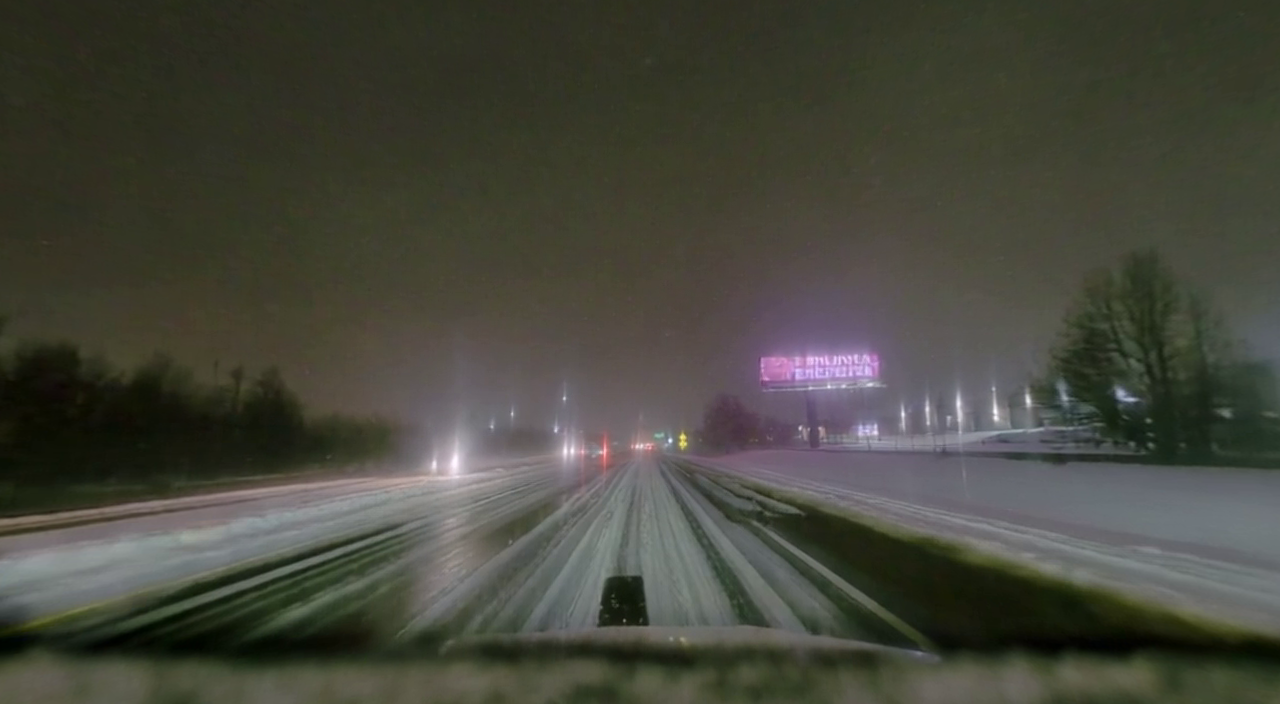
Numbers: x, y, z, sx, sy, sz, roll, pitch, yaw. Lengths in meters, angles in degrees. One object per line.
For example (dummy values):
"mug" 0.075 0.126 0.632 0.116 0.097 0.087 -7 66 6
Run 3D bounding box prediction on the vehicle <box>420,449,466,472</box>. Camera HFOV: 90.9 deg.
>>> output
"vehicle" -13.082 7.182 42.050 1.799 1.442 3.664 0 -8 1

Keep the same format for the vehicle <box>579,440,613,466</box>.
"vehicle" -3.227 7.573 47.347 2.159 1.793 5.027 -1 -8 1
